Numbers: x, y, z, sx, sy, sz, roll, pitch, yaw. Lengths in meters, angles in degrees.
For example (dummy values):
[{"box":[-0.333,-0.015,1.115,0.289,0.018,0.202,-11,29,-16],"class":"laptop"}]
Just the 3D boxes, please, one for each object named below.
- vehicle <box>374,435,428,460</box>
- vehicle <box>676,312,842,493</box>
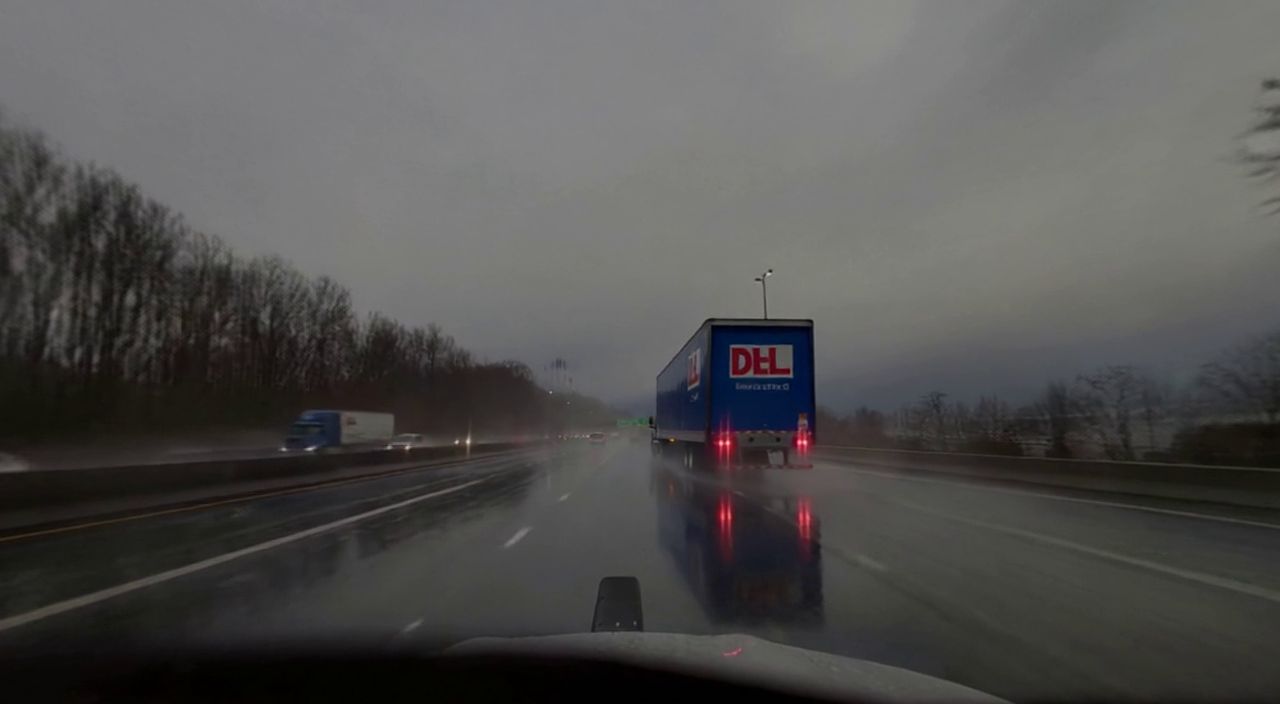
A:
[{"box":[-17.029,6.799,45.056,2.030,1.655,4.893,0,-8,-1],"class":"vehicle"},{"box":[3.011,1.736,19.164,3.011,4.211,8.926,0,-8,-2],"class":"vehicle"}]
